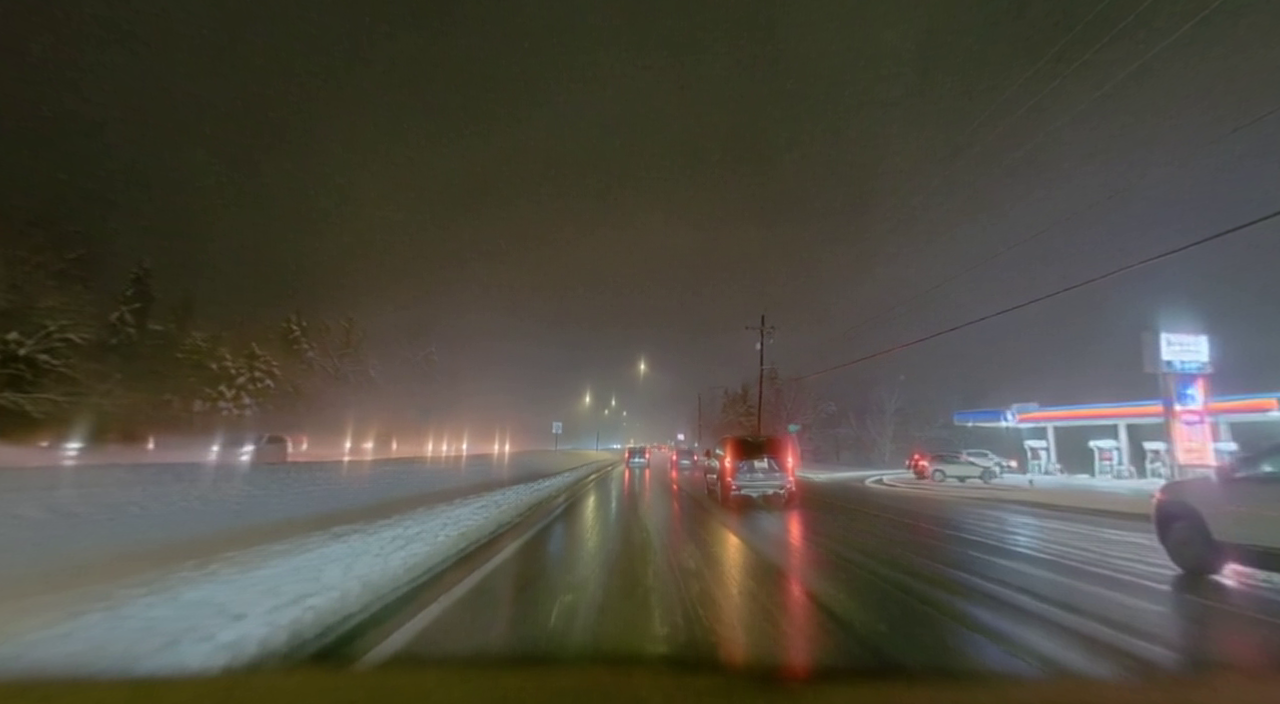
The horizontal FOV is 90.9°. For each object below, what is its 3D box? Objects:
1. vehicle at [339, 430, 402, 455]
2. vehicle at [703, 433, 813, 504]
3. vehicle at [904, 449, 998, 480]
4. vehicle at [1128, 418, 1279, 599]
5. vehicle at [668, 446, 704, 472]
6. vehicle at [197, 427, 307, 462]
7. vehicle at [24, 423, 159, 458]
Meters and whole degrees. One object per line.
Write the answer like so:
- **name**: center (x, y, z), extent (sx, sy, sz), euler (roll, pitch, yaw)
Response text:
- **vehicle**: center (-19.844, 6.706, 46.659), extent (2.037, 1.761, 5.401), euler (0, -8, 3)
- **vehicle**: center (3.203, 3.290, 18.291), extent (2.184, 1.777, 4.712), euler (0, -8, -1)
- **vehicle**: center (18.330, 6.611, 37.244), extent (4.587, 1.710, 1.969), euler (1, -9, -7)
- **vehicle**: center (6.659, 1.347, 5.240), extent (1.881, 1.604, 4.289), euler (0, -8, 3)
- **vehicle**: center (2.941, 6.932, 41.149), extent (2.012, 1.612, 4.114), euler (0, -8, -1)
- **vehicle**: center (-17.416, 4.201, 28.596), extent (1.920, 1.473, 4.524), euler (0, -8, 3)
- **vehicle**: center (-24.293, 3.957, 28.173), extent (1.953, 1.427, 4.369), euler (0, -8, 2)
